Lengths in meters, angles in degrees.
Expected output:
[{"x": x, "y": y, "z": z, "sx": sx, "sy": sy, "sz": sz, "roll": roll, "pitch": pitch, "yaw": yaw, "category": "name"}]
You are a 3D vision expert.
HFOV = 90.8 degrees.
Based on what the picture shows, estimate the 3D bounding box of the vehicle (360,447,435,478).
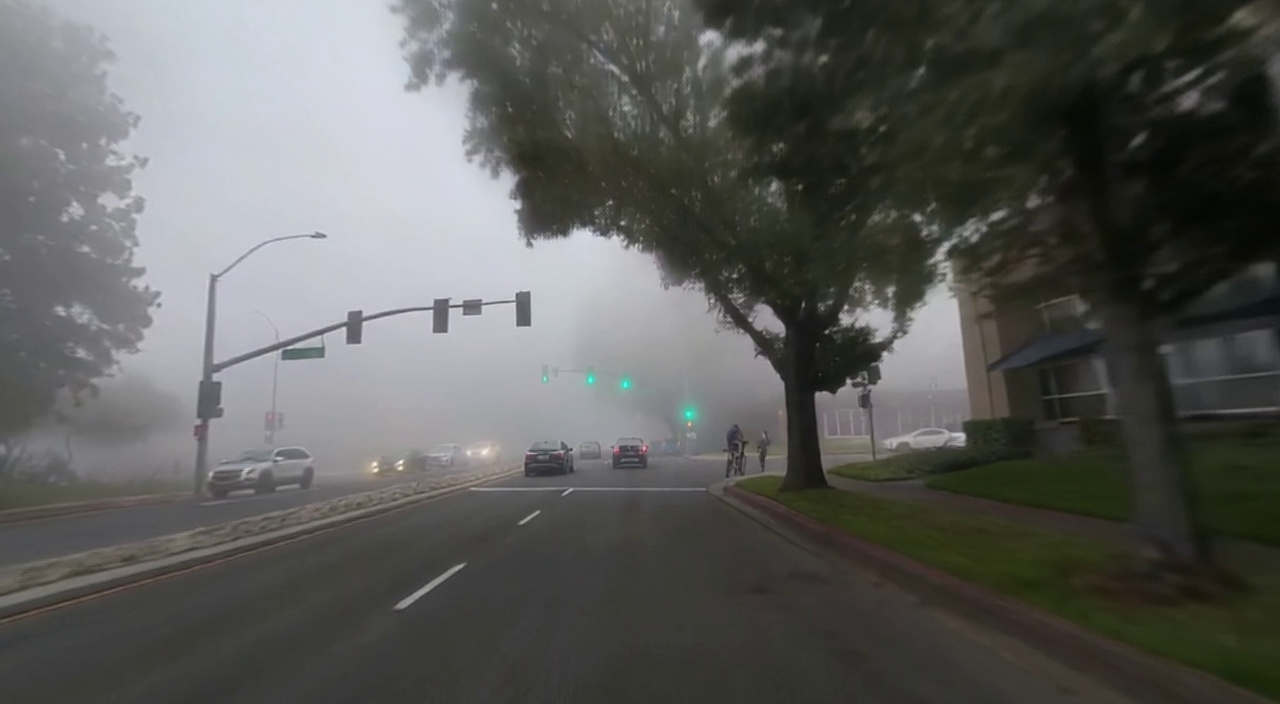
[{"x": -12.559, "y": 5.704, "z": 33.014, "sx": 1.909, "sy": 1.462, "sz": 4.608, "roll": 0, "pitch": -8, "yaw": 3, "category": "vehicle"}]

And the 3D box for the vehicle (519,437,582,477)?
[{"x": -3.564, "y": 4.232, "z": 25.786, "sx": 1.921, "sy": 1.477, "sz": 4.083, "roll": 0, "pitch": -8, "yaw": 1, "category": "vehicle"}]

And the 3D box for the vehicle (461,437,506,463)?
[{"x": -12.294, "y": 7.742, "z": 49.912, "sx": 2.260, "sy": 1.921, "sz": 4.902, "roll": 0, "pitch": -8, "yaw": 0, "category": "vehicle"}]

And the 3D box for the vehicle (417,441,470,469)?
[{"x": -12.563, "y": 6.613, "z": 40.689, "sx": 1.986, "sy": 1.712, "sz": 4.399, "roll": 0, "pitch": -8, "yaw": 1, "category": "vehicle"}]

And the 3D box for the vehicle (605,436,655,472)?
[{"x": -0.456, "y": 4.489, "z": 28.043, "sx": 2.085, "sy": 1.475, "sz": 3.976, "roll": 0, "pitch": -8, "yaw": -1, "category": "vehicle"}]

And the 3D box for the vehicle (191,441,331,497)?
[{"x": -13.140, "y": 4.048, "z": 22.334, "sx": 1.999, "sy": 1.755, "sz": 4.518, "roll": 0, "pitch": -8, "yaw": 2, "category": "vehicle"}]

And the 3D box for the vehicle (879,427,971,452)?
[{"x": 17.201, "y": 5.338, "z": 38.288, "sx": 4.517, "sy": 1.455, "sz": 2.233, "roll": 0, "pitch": -9, "yaw": 3, "category": "vehicle"}]
